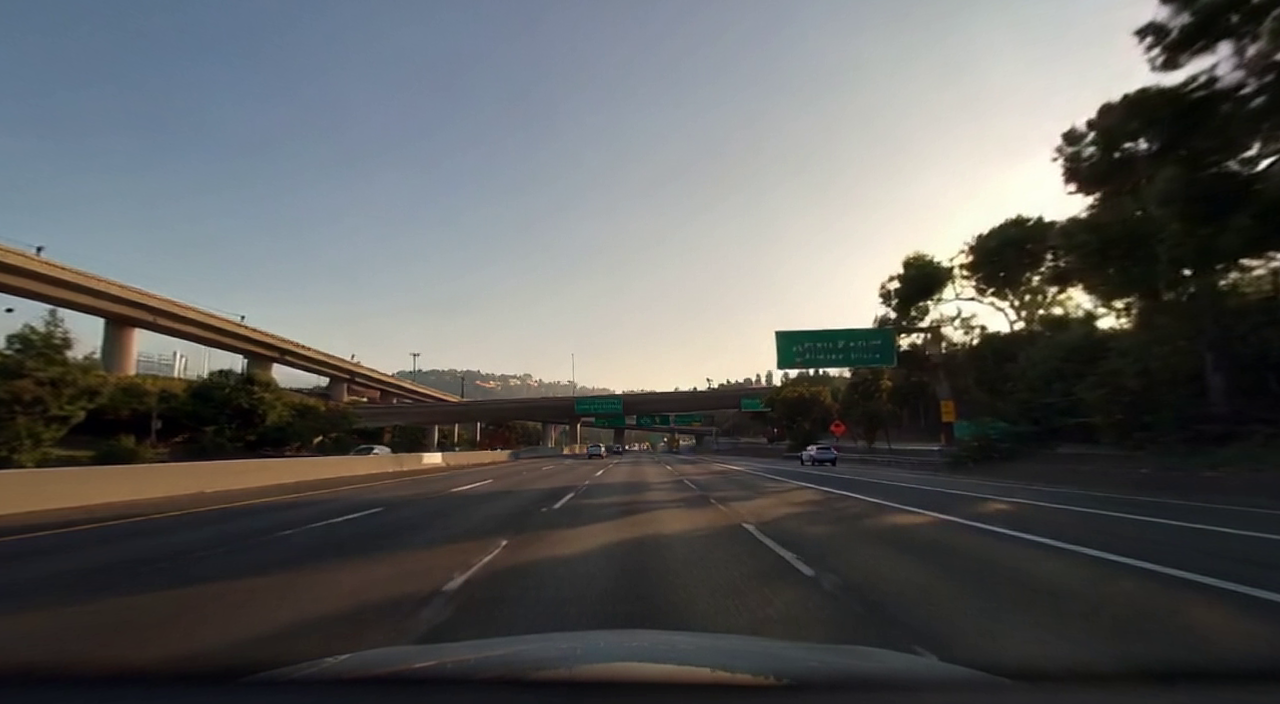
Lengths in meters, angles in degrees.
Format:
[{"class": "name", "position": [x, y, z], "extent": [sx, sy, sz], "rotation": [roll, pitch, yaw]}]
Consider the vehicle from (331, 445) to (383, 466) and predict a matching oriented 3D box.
[{"class": "vehicle", "position": [-21.562, 7.894, 48.403], "extent": [1.923, 1.567, 4.576], "rotation": [0, -9, -1]}]
